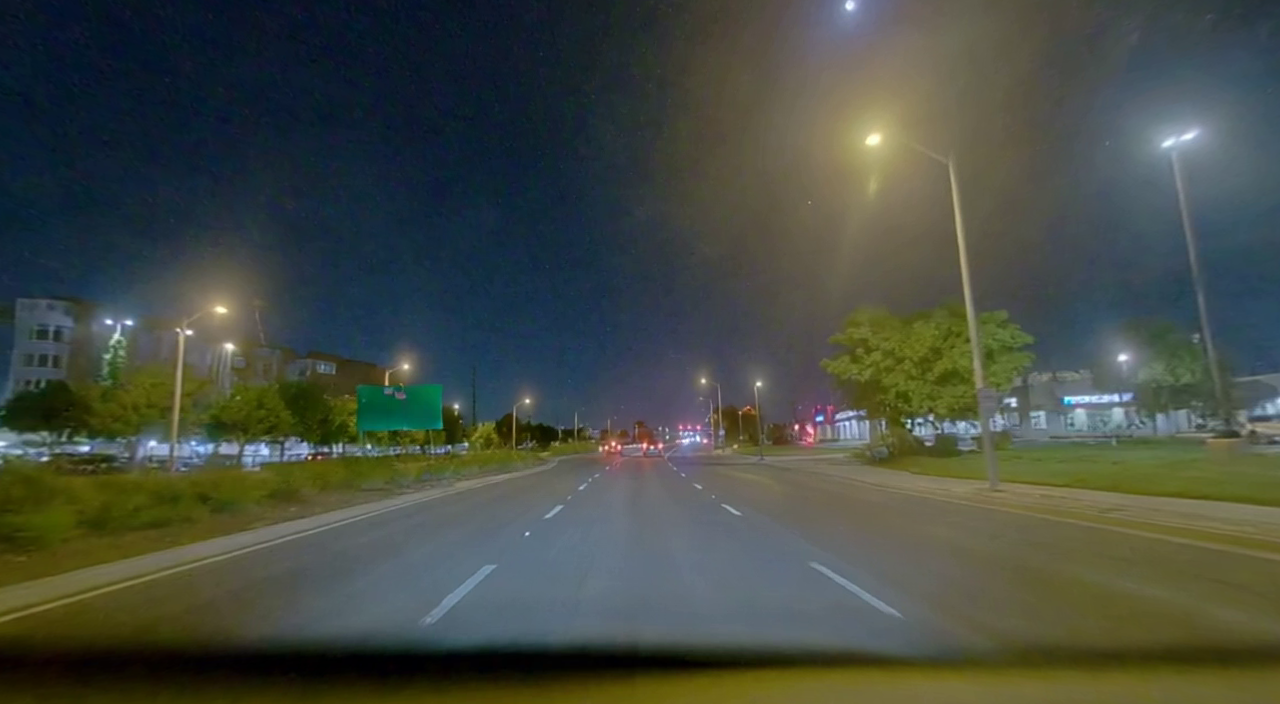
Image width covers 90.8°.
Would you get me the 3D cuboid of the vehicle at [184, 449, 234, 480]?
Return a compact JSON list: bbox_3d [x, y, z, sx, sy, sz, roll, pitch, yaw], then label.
[{"bbox_3d":[-29.722,7.711,43.710,1.950,1.961,4.927,4,-10,-24],"label":"vehicle"}]
